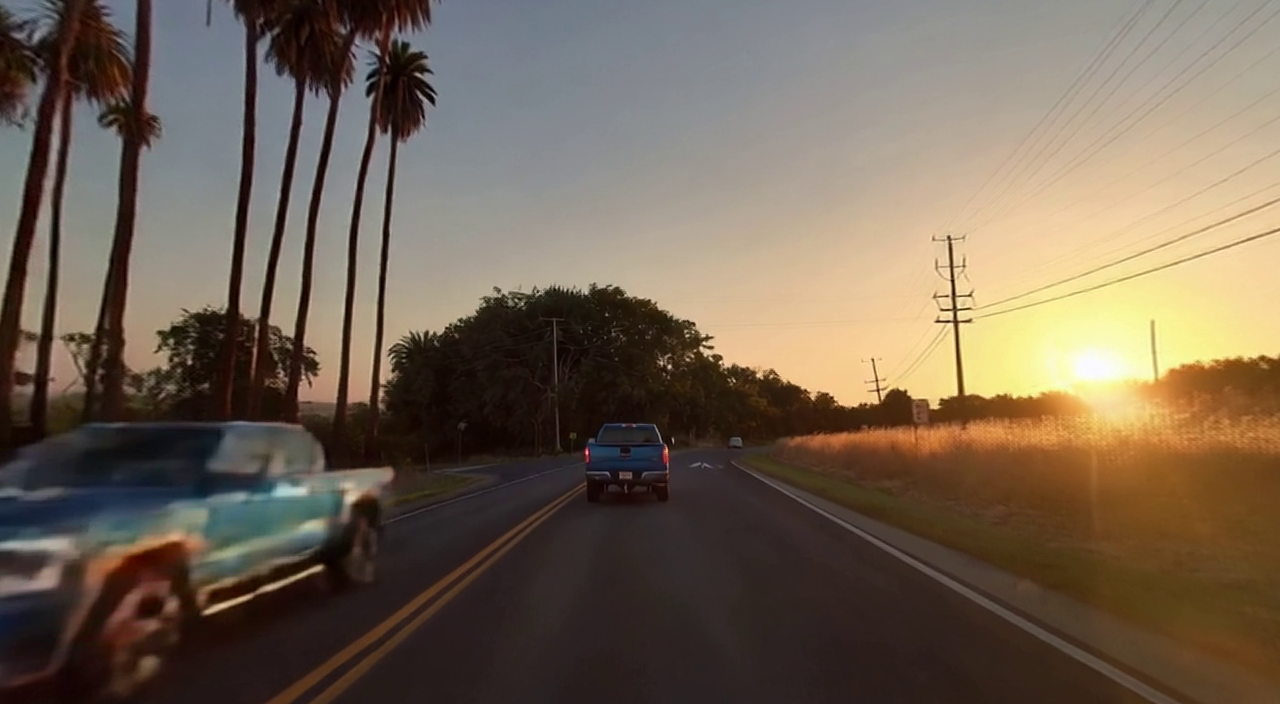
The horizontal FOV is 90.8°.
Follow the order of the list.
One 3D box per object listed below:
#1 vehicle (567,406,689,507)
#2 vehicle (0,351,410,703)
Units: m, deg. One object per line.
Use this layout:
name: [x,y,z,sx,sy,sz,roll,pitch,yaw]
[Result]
vehicle: [-0.306,2.745,17.015,2.693,2.223,5.885,0,-8,-1]
vehicle: [-4.159,1.332,5.709,2.276,1.965,5.009,0,-8,0]
